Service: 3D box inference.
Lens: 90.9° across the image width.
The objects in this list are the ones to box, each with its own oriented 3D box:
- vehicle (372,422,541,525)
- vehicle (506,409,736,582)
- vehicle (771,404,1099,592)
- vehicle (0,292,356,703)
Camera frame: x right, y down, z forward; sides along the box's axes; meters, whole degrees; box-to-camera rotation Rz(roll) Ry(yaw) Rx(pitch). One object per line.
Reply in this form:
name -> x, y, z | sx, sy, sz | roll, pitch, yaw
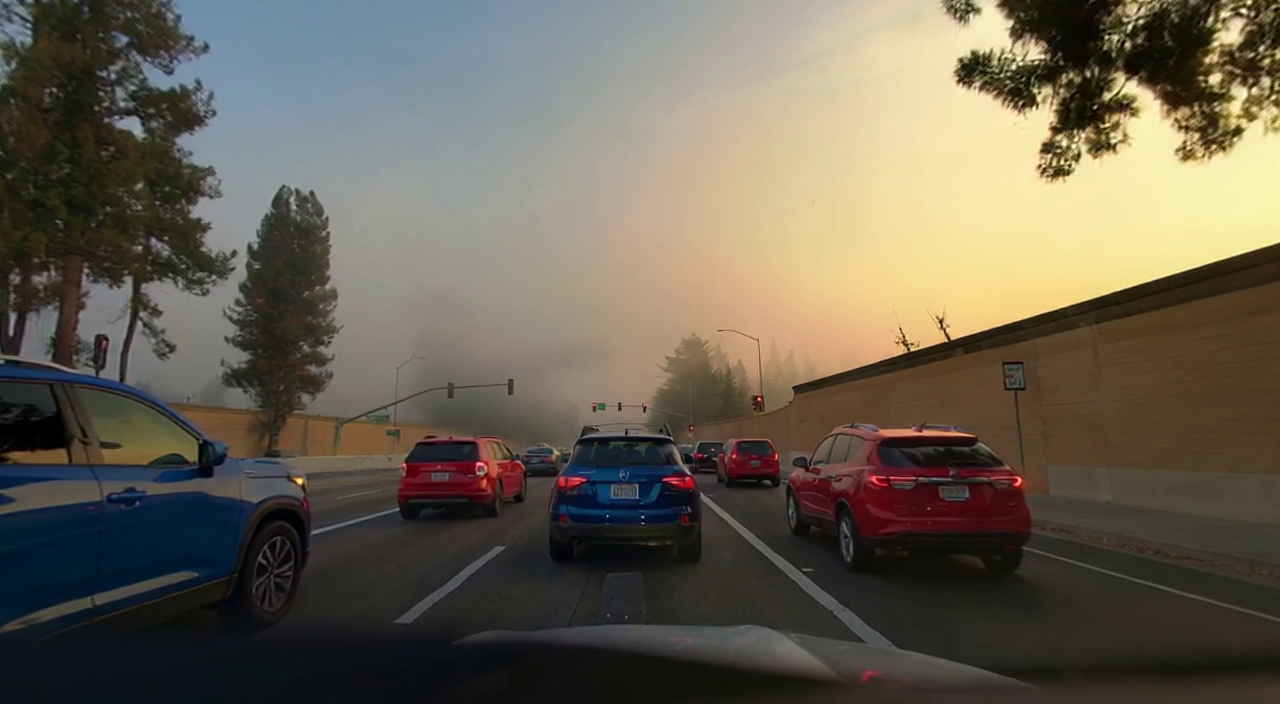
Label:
vehicle -> -3.528, 2.433, 13.222 | 2.067, 1.759, 4.631 | 0, -8, 1
vehicle -> -0.157, 1.689, 8.192 | 2.245, 1.677, 3.913 | 0, -8, 1
vehicle -> 3.136, 1.641, 7.943 | 2.029, 1.702, 4.281 | 0, -8, 0
vehicle -> -3.525, 0.839, 3.182 | 2.070, 1.913, 4.450 | 0, -8, 0
